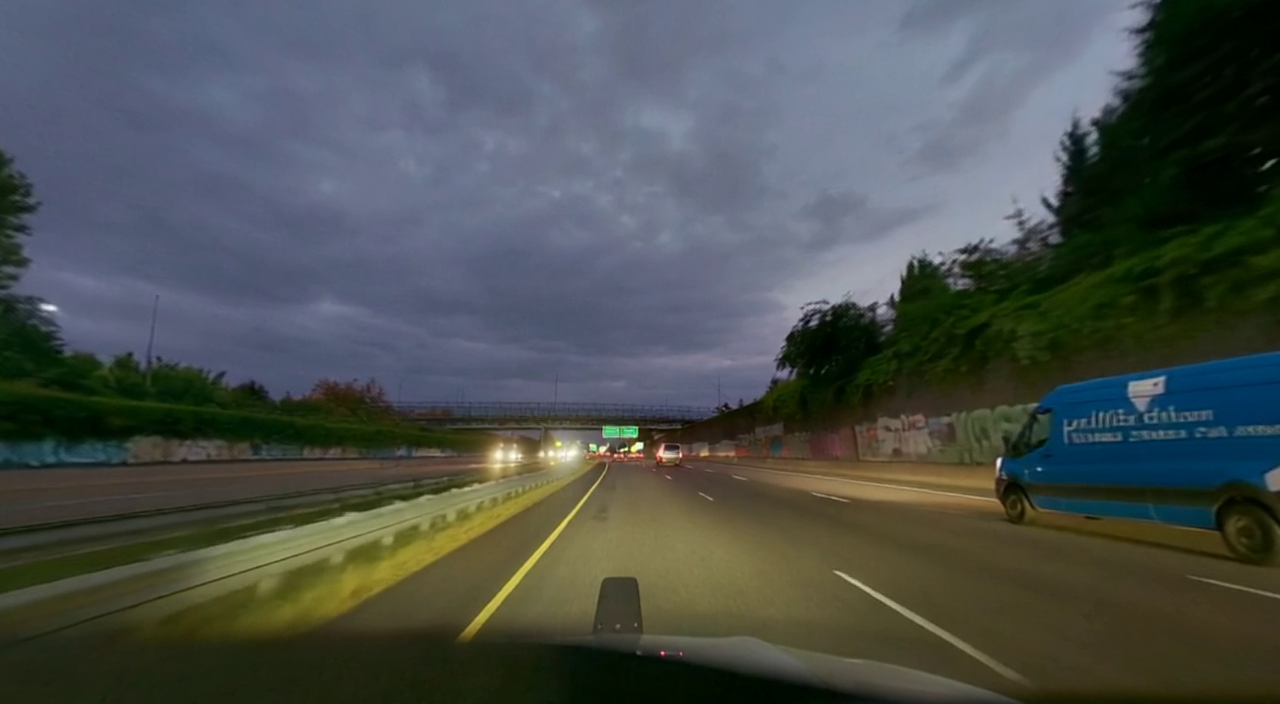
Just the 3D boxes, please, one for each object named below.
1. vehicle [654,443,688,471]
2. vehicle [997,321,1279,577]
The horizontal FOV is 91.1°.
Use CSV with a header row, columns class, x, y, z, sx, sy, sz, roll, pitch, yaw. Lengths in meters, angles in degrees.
class,x,y,z,sx,sy,sz,roll,pitch,yaw
vehicle,2.205,7.666,46.109,2.007,1.943,5.010,0,-9,-2
vehicle,7.765,1.312,8.559,2.283,2.631,5.719,0,-9,-1
